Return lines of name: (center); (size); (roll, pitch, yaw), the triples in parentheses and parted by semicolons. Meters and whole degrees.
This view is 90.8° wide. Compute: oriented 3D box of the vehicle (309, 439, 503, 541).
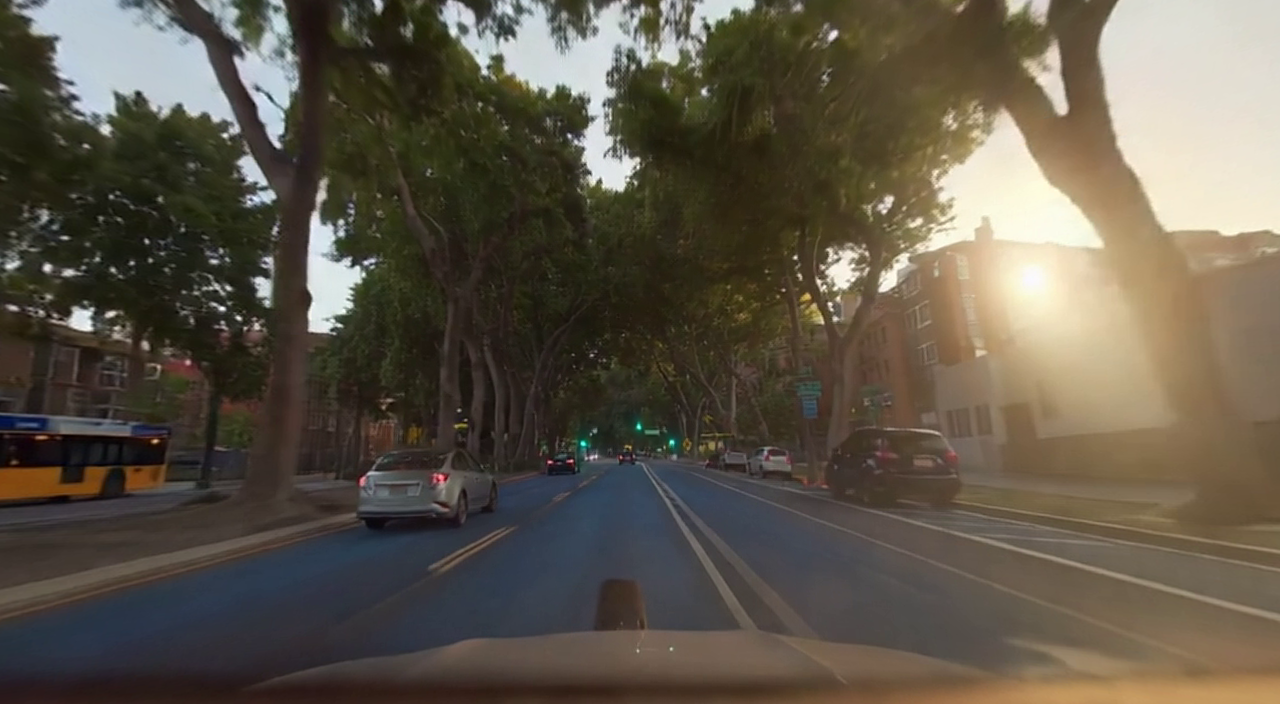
vehicle: (-4.075, 2.470, 11.959); (1.995, 1.524, 4.438); (0, -9, -1)

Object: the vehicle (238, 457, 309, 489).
vehicle: (-20.479, 6.761, 35.504); (1.805, 1.616, 4.080); (0, -9, -6)

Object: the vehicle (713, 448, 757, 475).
vehicle: (5.769, 6.708, 39.009); (1.886, 1.530, 4.636); (0, -9, -2)

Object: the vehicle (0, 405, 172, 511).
vehicle: (-22.142, 3.680, 21.935); (3.231, 3.391, 10.828); (-1, -9, 1)

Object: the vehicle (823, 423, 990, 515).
vehicle: (6.024, 2.712, 14.986); (1.945, 1.829, 4.305); (0, -9, -2)

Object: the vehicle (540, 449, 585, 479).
vehicle: (-4.176, 6.124, 34.732); (1.934, 1.522, 4.287); (0, -9, 0)
